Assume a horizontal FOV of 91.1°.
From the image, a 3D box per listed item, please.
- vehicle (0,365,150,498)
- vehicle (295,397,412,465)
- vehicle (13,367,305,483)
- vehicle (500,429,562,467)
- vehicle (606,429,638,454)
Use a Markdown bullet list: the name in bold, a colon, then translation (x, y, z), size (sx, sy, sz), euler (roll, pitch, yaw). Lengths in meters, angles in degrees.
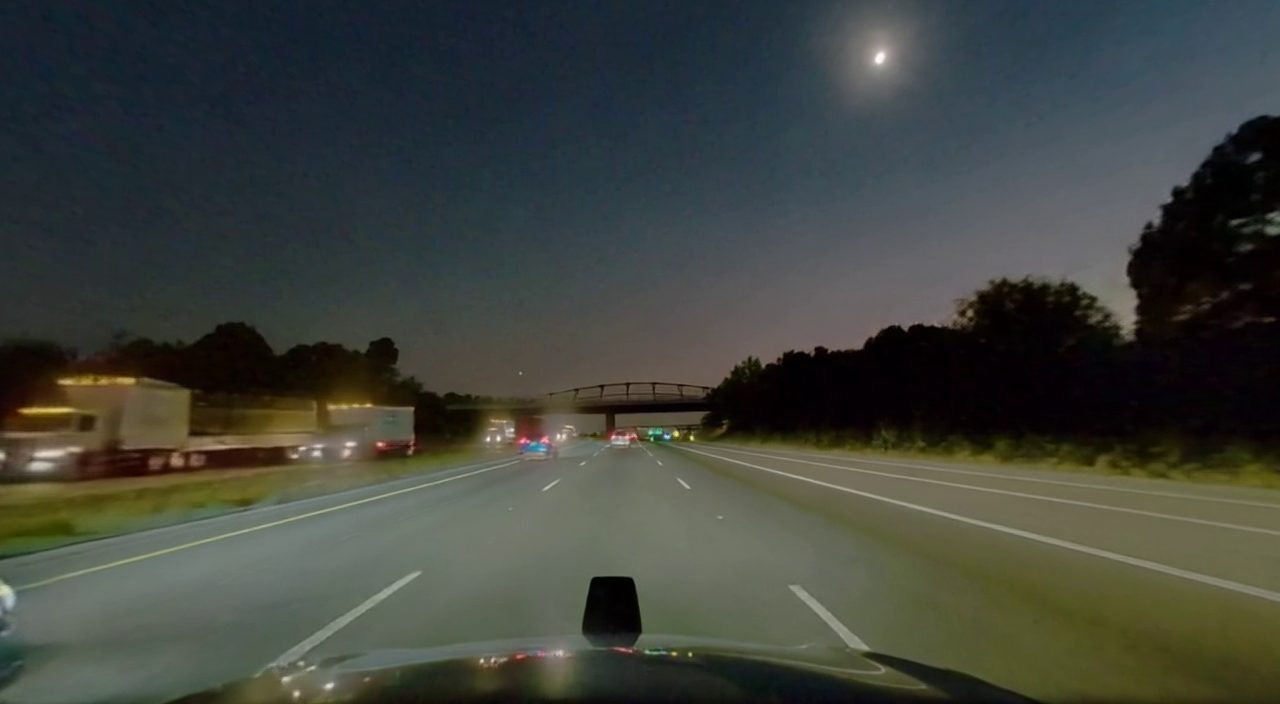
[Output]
- **vehicle**: translation (-20.596, 2.641, 20.983), size (3.146, 3.920, 6.327), euler (1, -7, -1)
- **vehicle**: translation (-16.603, 4.715, 37.330), size (2.942, 3.572, 8.438), euler (0, -8, 0)
- **vehicle**: translation (-20.710, 3.486, 29.197), size (2.851, 4.082, 13.788), euler (0, -8, -1)
- **vehicle**: translation (-4.807, 4.299, 28.386), size (2.017, 1.537, 4.496), euler (0, -8, 0)
- **vehicle**: translation (-1.182, 6.107, 42.851), size (2.116, 1.625, 4.004), euler (0, -8, 0)
